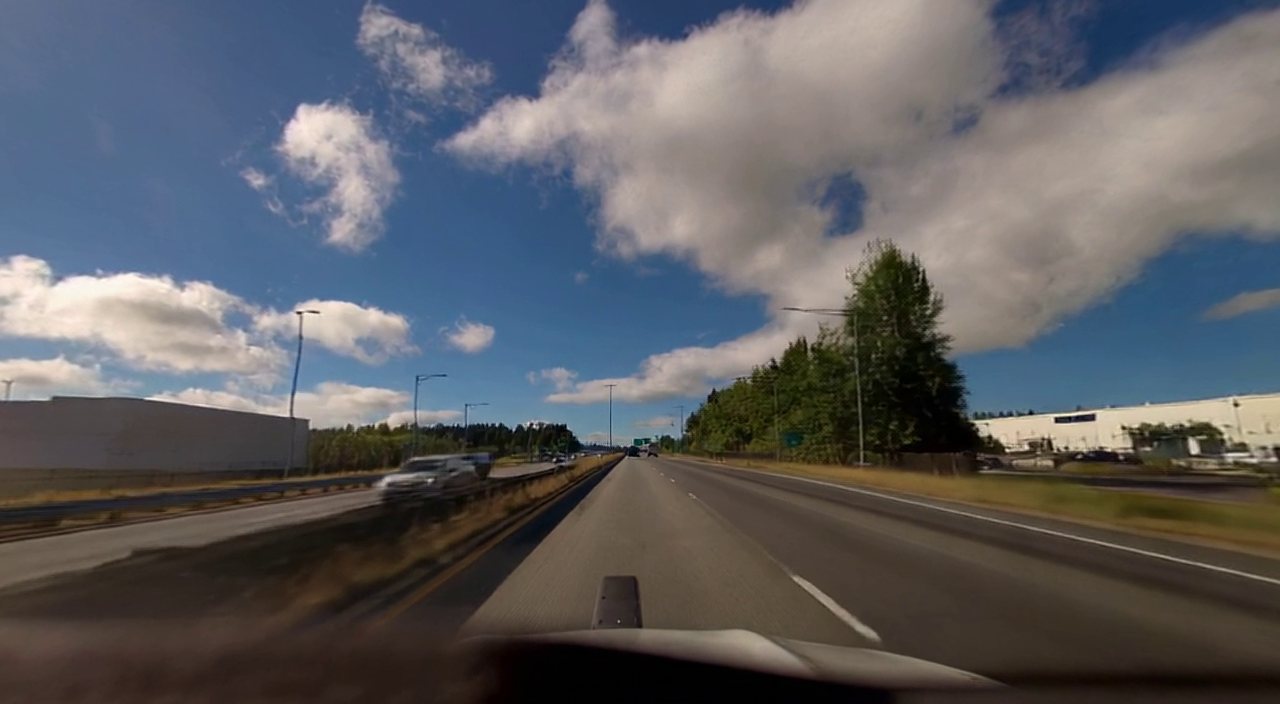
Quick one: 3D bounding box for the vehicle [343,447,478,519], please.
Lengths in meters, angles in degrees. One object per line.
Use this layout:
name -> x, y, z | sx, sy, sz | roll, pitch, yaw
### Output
vehicle -> -5.780, 3.315, 16.436 | 1.918, 1.590, 4.225 | -1, -9, 0
